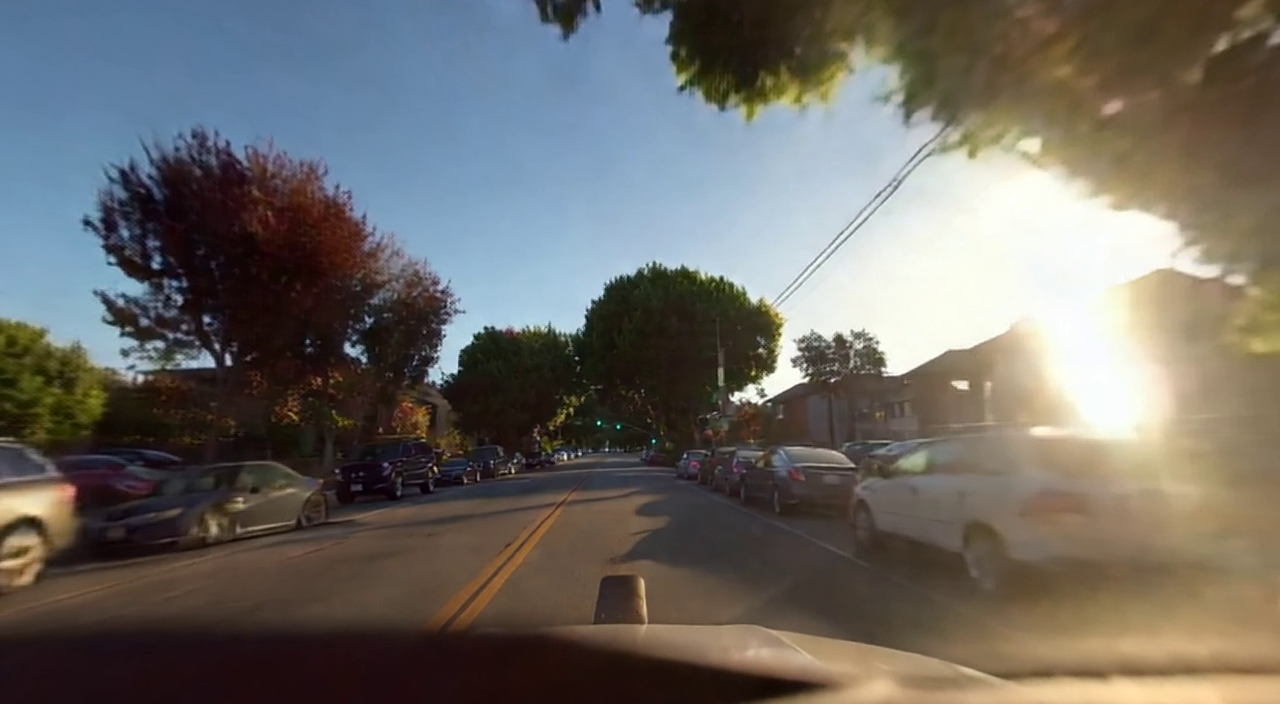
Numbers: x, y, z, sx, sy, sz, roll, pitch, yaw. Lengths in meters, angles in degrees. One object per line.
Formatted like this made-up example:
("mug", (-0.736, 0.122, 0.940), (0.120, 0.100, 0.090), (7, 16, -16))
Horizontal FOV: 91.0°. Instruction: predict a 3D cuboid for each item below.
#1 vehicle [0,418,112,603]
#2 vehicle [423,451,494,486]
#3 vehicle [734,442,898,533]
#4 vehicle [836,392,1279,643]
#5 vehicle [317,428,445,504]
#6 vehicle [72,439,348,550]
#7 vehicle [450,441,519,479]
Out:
("vehicle", (-7.448, 1.415, 5.083), (2.072, 1.840, 5.197), (-2, -10, -4))
("vehicle", (-8.405, 5.416, 29.617), (2.057, 1.486, 4.759), (0, -9, -2))
("vehicle", (3.397, 2.709, 13.235), (2.009, 1.547, 4.574), (0, -9, -2))
("vehicle", (4.090, 1.556, 6.980), (2.071, 1.781, 4.737), (0, -9, -3))
("vehicle", (-8.260, 3.683, 20.752), (2.146, 2.167, 5.339), (0, -9, -3))
("vehicle", (-7.730, 2.571, 12.143), (2.055, 1.663, 4.889), (0, -9, -3))
("vehicle", (-8.768, 6.178, 36.261), (2.613, 1.959, 5.843), (0, -9, -1))
